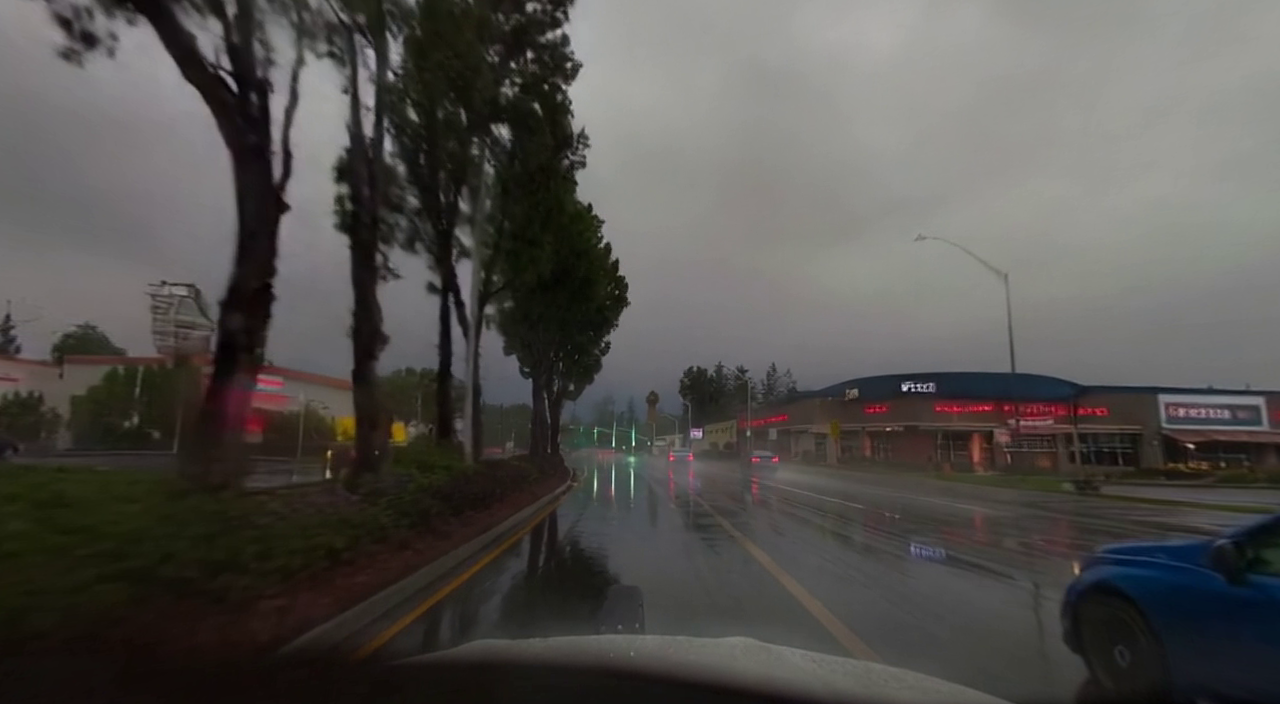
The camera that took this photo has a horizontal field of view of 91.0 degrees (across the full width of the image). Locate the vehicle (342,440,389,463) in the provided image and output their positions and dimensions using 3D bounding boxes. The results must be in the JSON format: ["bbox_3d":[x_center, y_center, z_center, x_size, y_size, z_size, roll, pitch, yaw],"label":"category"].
[{"bbox_3d":[-21.165,7.696,48.688,1.982,1.650,4.157,1,-9,-4],"label":"vehicle"}]

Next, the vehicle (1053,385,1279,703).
[{"bbox_3d":[3.282,0.743,1.212,2.102,1.524,4.126,0,-9,-1],"label":"vehicle"}]

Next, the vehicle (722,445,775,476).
[{"bbox_3d":[5.771,5.792,33.913,1.886,1.528,4.169,1,-9,-3],"label":"vehicle"}]

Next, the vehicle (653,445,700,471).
[{"bbox_3d":[2.067,6.223,37.100,2.256,1.451,4.313,1,-9,-4],"label":"vehicle"}]
